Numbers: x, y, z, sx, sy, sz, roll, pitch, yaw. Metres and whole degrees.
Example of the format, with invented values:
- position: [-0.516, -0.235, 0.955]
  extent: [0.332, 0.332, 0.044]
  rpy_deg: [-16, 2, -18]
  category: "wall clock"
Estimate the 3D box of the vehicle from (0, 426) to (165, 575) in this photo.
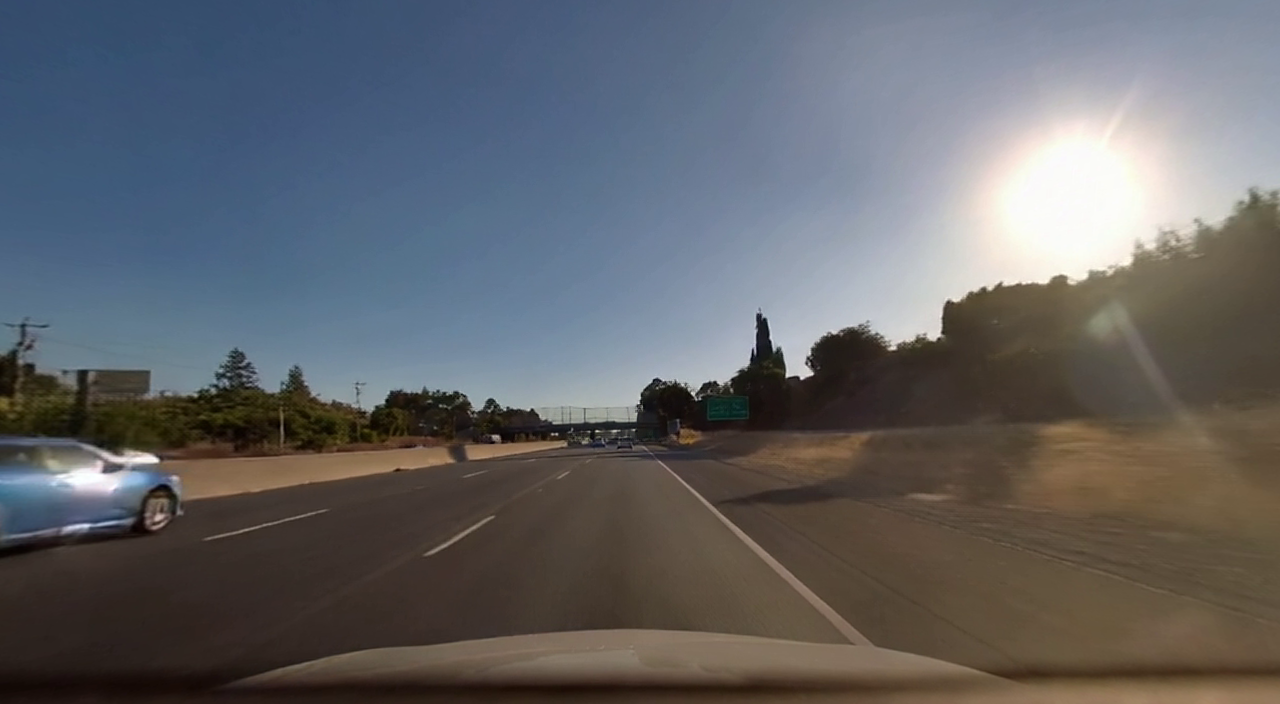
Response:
- position: [-7.334, 1.467, 6.191]
  extent: [1.949, 1.465, 4.318]
  rpy_deg: [0, -8, -1]
  category: "vehicle"
